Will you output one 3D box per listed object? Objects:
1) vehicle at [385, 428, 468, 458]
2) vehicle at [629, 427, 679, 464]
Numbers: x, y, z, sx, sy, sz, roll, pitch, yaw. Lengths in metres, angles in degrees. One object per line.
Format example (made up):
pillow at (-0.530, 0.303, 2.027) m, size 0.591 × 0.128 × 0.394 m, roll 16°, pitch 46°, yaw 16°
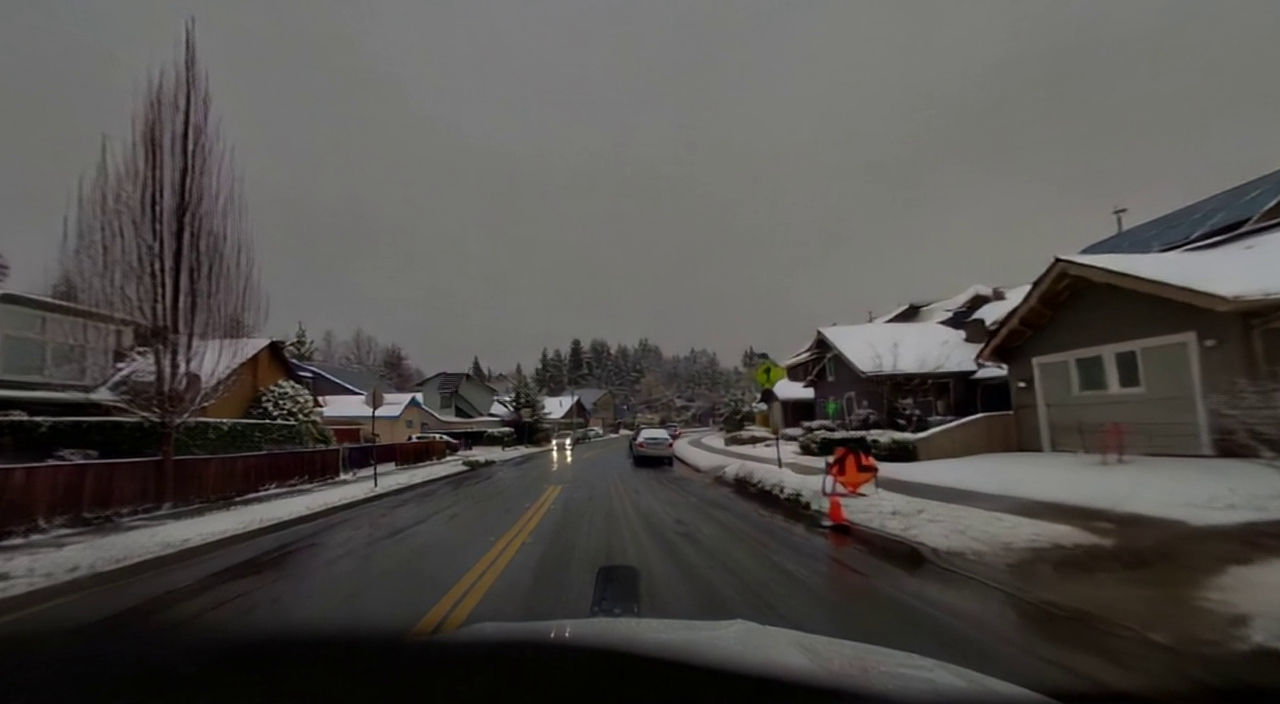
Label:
vehicle at (-12.851, 5.518, 38.171) m, size 4.205 × 1.745 × 2.121 m, roll 0°, pitch -8°, yaw 1°
vehicle at (0.530, 4.006, 27.138) m, size 1.998 × 1.494 × 3.927 m, roll 0°, pitch -8°, yaw 0°
